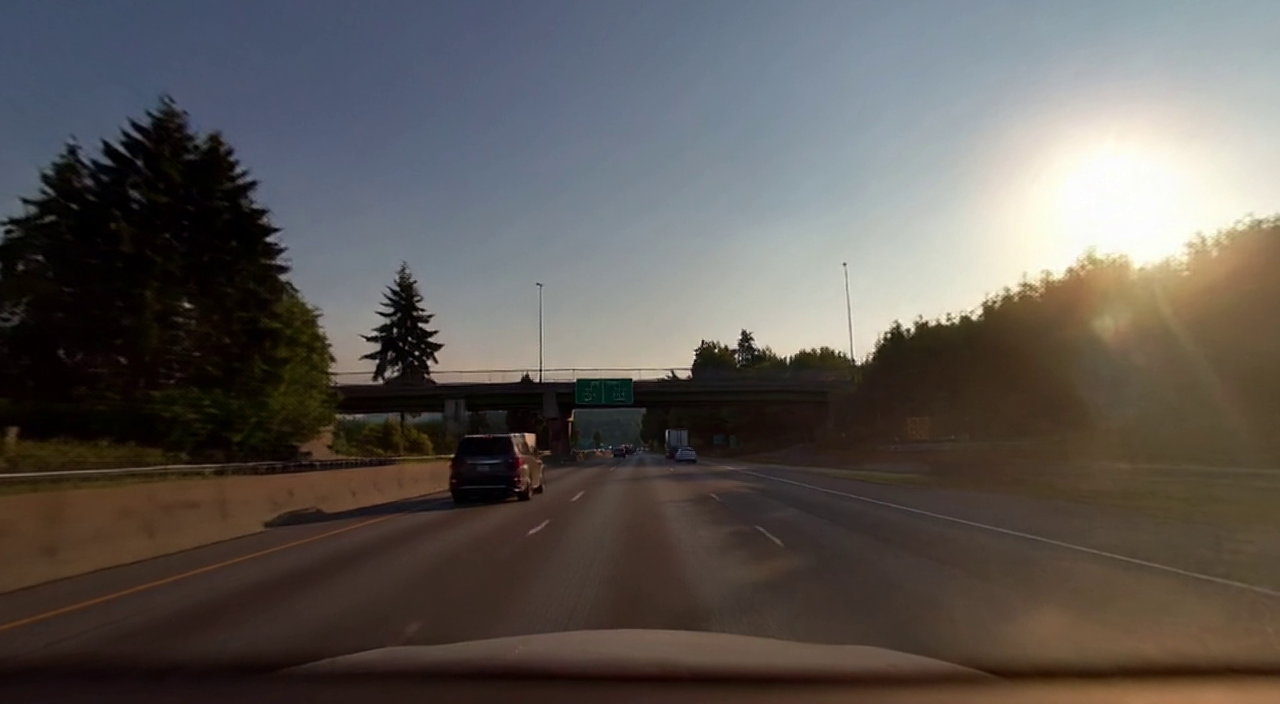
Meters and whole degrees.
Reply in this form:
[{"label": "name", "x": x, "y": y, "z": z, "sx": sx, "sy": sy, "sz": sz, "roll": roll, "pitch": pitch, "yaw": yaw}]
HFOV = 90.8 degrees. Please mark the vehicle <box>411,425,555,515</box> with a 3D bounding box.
[{"label": "vehicle", "x": -3.465, "y": 2.732, "z": 15.034, "sx": 2.238, "sy": 1.792, "sz": 4.518, "roll": 0, "pitch": -9, "yaw": 0}]
